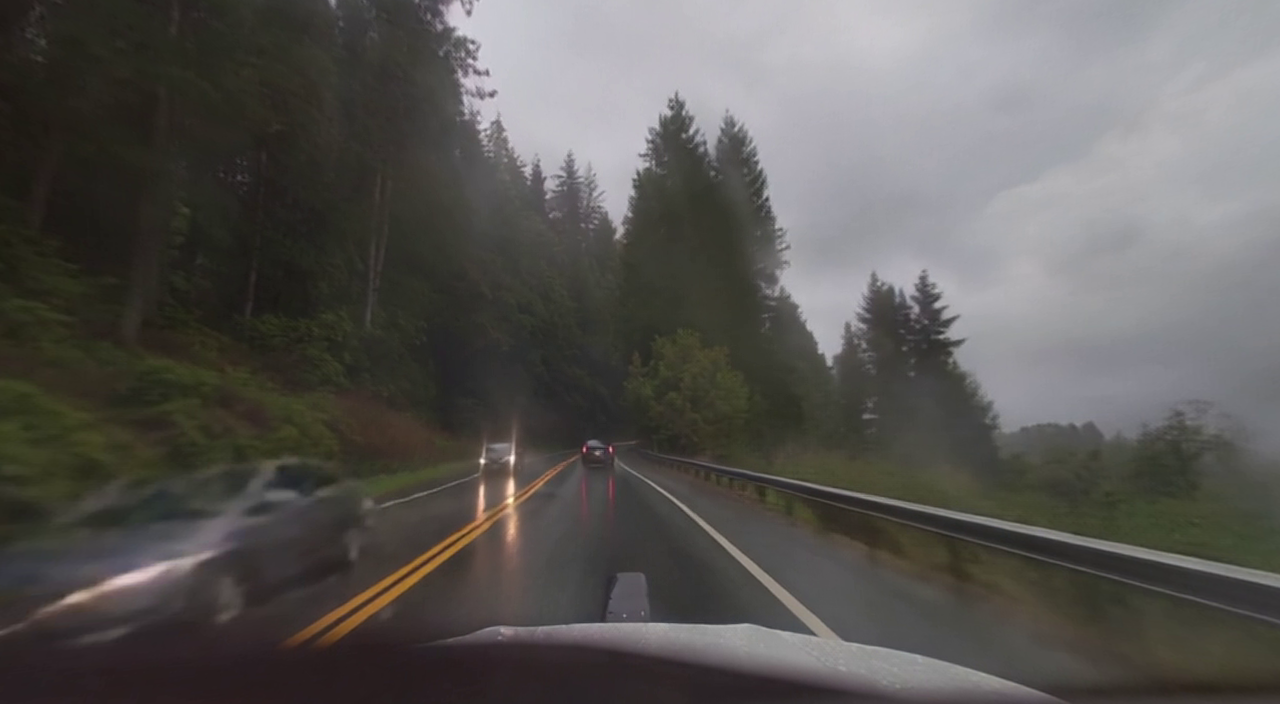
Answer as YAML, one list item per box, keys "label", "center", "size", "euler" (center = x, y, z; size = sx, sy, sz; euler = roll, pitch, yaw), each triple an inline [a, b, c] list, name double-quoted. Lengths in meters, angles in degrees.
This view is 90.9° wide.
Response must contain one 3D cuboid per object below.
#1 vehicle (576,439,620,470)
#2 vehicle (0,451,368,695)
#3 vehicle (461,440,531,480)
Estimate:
- label: "vehicle"
  center: [-2.173, 5.308, 32.755]
  size: [2.120, 1.491, 4.349]
  euler: [0, -9, -4]
- label: "vehicle"
  center: [-4.699, 1.781, 6.294]
  size: [2.133, 1.526, 4.308]
  euler: [0, -9, -2]
- label: "vehicle"
  center: [-6.152, 4.643, 27.415]
  size: [2.200, 1.588, 4.150]
  euler: [0, -9, -2]
